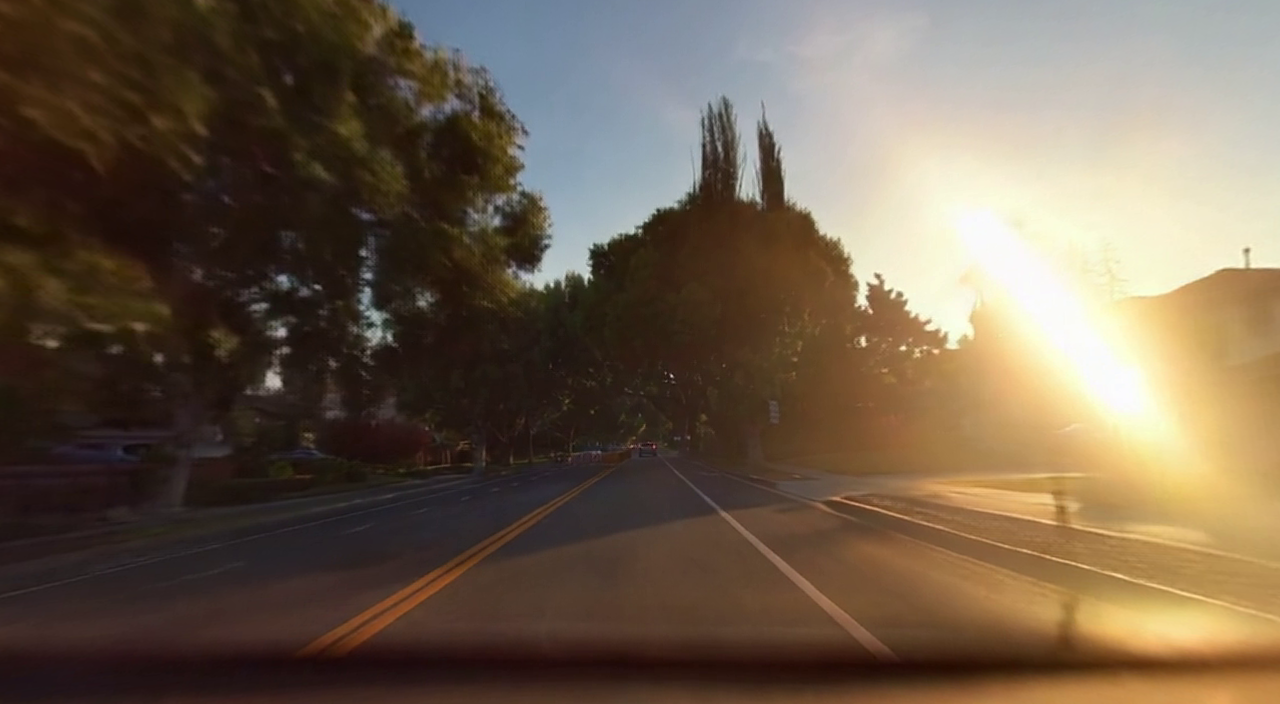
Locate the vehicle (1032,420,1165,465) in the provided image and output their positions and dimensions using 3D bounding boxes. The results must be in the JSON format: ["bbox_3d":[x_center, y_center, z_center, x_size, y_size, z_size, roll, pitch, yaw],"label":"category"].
[{"bbox_3d":[16.812,3.347,23.206,3.462,1.576,1.863,1,-8,-5],"label":"vehicle"}]
